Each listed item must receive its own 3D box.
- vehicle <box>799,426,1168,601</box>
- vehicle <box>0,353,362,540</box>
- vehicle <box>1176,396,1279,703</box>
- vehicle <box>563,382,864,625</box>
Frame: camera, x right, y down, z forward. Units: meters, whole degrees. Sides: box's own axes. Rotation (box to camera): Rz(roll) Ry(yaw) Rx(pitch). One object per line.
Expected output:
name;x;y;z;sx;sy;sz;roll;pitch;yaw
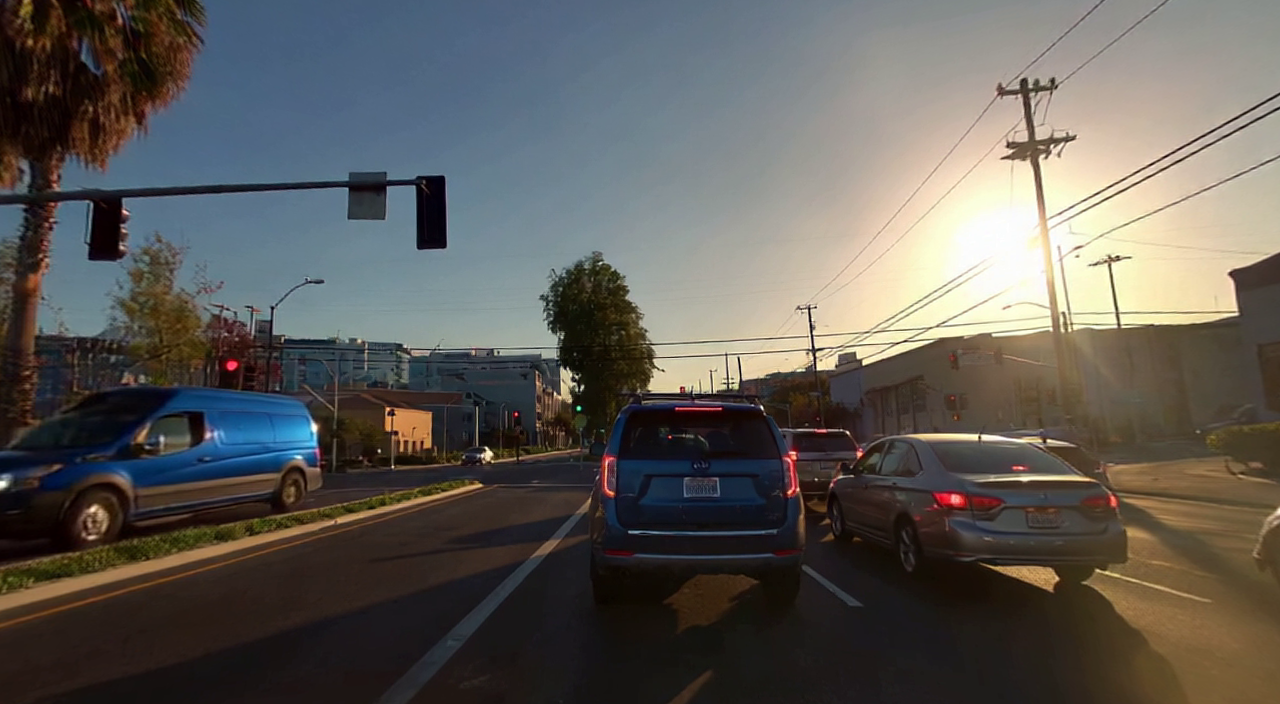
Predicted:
vehicle;3.448;1.686;7.504;1.895;1.456;4.255;0;-9;-2
vehicle;-13.413;2.832;19.095;2.973;3.889;11.535;-2;-9;10
vehicle;3.366;0.648;0.660;1.805;1.485;4.348;0;-9;1
vehicle;0.470;1.438;6.883;2.228;1.780;4.269;0;-9;-2
